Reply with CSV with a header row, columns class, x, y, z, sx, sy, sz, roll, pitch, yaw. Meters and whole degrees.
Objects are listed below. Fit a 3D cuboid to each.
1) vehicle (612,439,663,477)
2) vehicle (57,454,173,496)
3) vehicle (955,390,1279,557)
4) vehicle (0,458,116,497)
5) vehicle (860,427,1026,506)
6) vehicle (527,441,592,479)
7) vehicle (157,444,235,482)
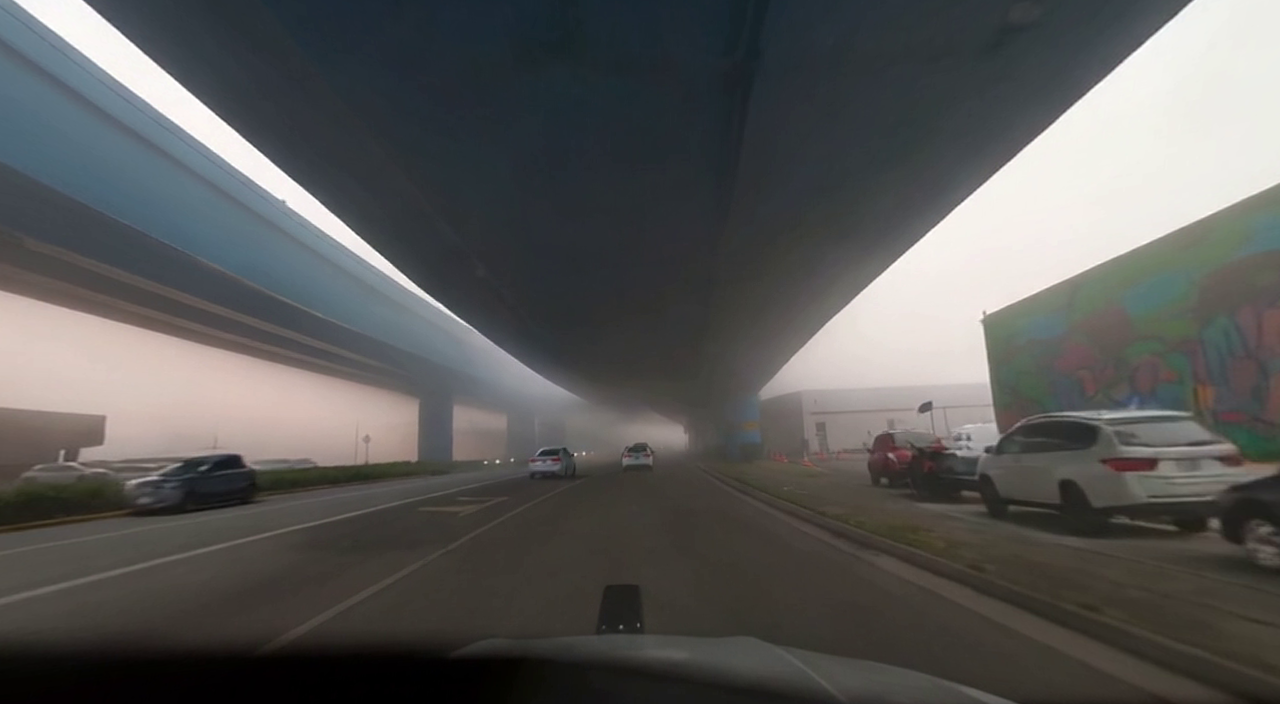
class,x,y,z,sx,sy,sz,roll,pitch,yaw
vehicle,-0.081,4.807,28.781,2.155,1.571,3.734,0,-9,1
vehicle,-27.098,6.315,32.846,1.971,1.939,4.729,1,-9,-2
vehicle,6.970,1.739,9.567,2.114,1.911,4.402,0,-9,1
vehicle,-29.556,6.360,32.282,2.035,1.764,4.157,1,-9,-4
vehicle,7.073,2.721,15.362,2.017,1.625,4.337,0,-9,2
vehicle,-3.439,4.734,27.932,2.024,1.533,4.549,-1,-9,4
vehicle,-30.512,7.602,43.660,1.933,2.393,4.896,0,-8,-2
